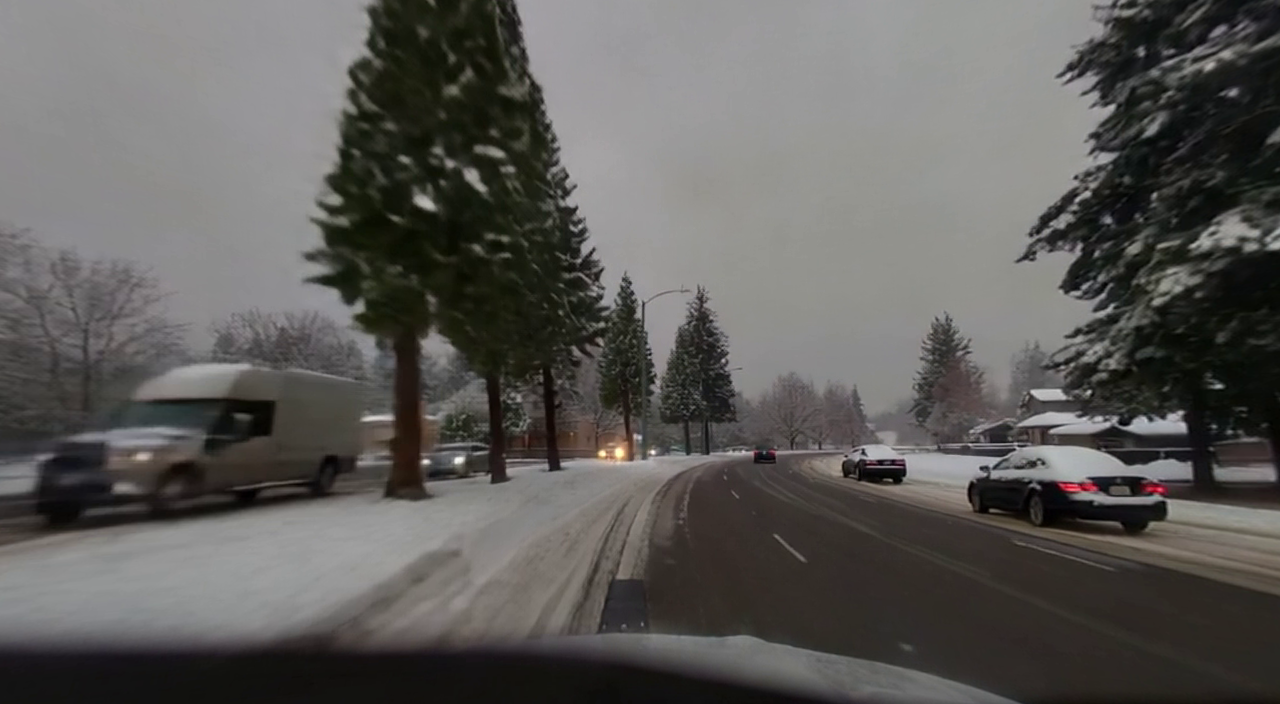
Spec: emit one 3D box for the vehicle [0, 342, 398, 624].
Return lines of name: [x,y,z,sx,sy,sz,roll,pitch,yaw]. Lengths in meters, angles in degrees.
vehicle: [-5.257,1.427,7.862,2.334,2.214,5.724,0,-8,-2]

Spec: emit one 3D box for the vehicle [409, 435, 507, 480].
vehicle: [-7.159,4.207,25.362,2.126,1.637,4.509,-1,-8,7]

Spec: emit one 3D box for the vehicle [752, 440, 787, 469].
vehicle: [8.192,6.512,40.208,1.991,1.684,4.127,-2,-8,9]

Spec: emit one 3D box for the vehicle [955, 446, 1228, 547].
vehicle: [7.487,2.373,11.155,1.783,1.386,4.433,-1,-8,4]

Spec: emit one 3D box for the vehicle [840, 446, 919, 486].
vehicle: [9.649,4.584,25.764,1.855,1.444,4.389,-1,-8,6]
